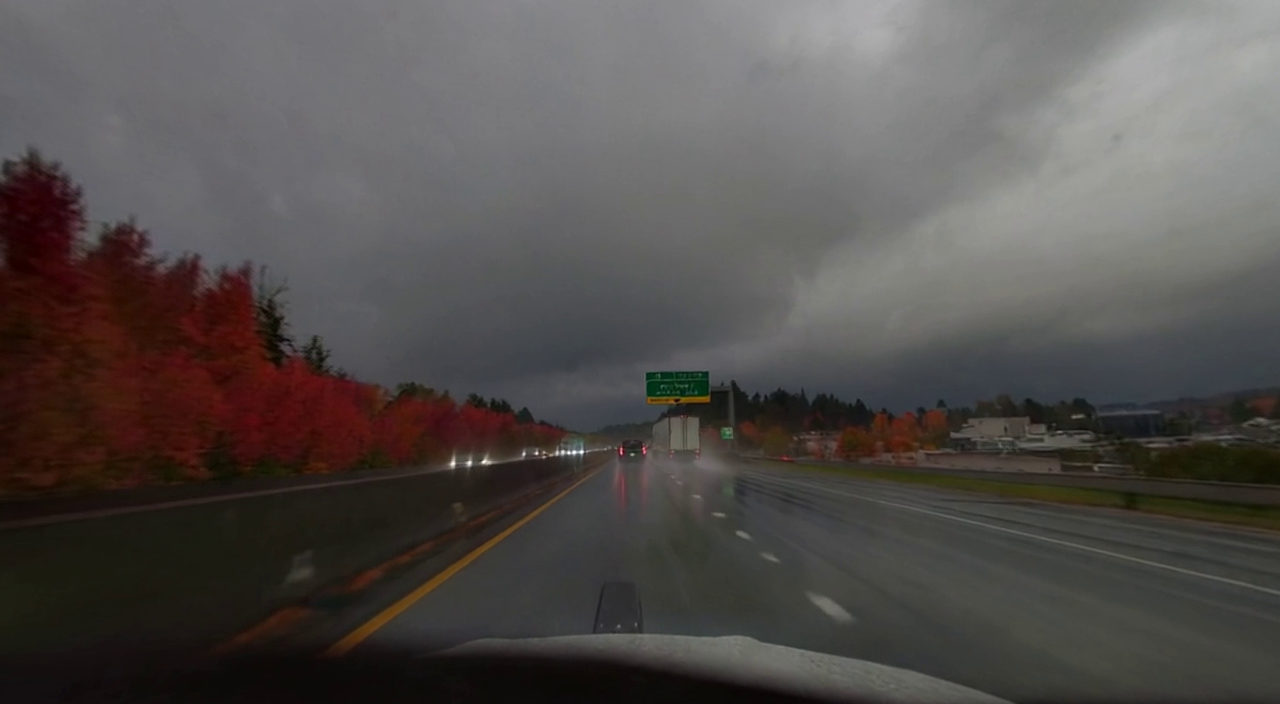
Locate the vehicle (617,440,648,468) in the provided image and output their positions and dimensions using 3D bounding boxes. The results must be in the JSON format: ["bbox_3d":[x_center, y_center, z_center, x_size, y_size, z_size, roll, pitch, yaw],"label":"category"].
[{"bbox_3d":[-0.570,7.442,45.717,2.156,1.886,4.334,0,-9,-1],"label":"vehicle"}]
